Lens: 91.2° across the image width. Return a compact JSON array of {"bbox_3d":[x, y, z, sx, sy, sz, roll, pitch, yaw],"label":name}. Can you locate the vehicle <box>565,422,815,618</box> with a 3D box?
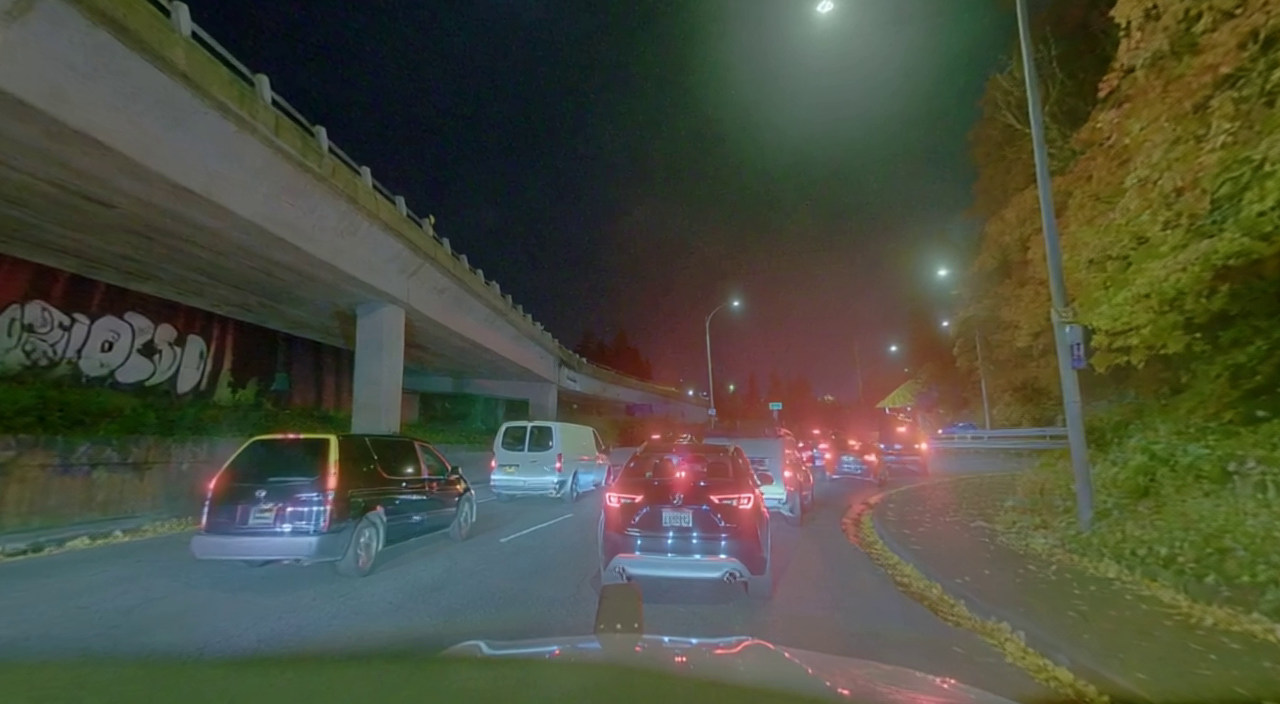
[{"bbox_3d":[0.802,1.639,7.014,2.064,1.515,3.722,-3,-9,14],"label":"vehicle"}]

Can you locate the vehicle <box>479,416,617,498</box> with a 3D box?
[{"bbox_3d":[-2.222,2.708,16.323,1.835,1.825,4.005,-4,-9,20],"label":"vehicle"}]

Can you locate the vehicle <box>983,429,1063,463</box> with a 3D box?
[{"bbox_3d":[17.517,4.300,28.644,3.445,1.478,1.764,6,-11,-34],"label":"vehicle"}]

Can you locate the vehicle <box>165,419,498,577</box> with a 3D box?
[{"bbox_3d":[-3.649,1.798,8.456,1.921,1.554,4.081,-2,-9,10],"label":"vehicle"}]

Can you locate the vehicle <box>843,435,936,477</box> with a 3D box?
[{"bbox_3d":[9.680,3.983,24.147,3.934,1.485,1.763,8,-12,-43],"label":"vehicle"}]

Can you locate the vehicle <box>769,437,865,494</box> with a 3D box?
[{"bbox_3d":[5.251,3.256,18.284,1.780,1.446,3.902,-5,-10,29],"label":"vehicle"}]
